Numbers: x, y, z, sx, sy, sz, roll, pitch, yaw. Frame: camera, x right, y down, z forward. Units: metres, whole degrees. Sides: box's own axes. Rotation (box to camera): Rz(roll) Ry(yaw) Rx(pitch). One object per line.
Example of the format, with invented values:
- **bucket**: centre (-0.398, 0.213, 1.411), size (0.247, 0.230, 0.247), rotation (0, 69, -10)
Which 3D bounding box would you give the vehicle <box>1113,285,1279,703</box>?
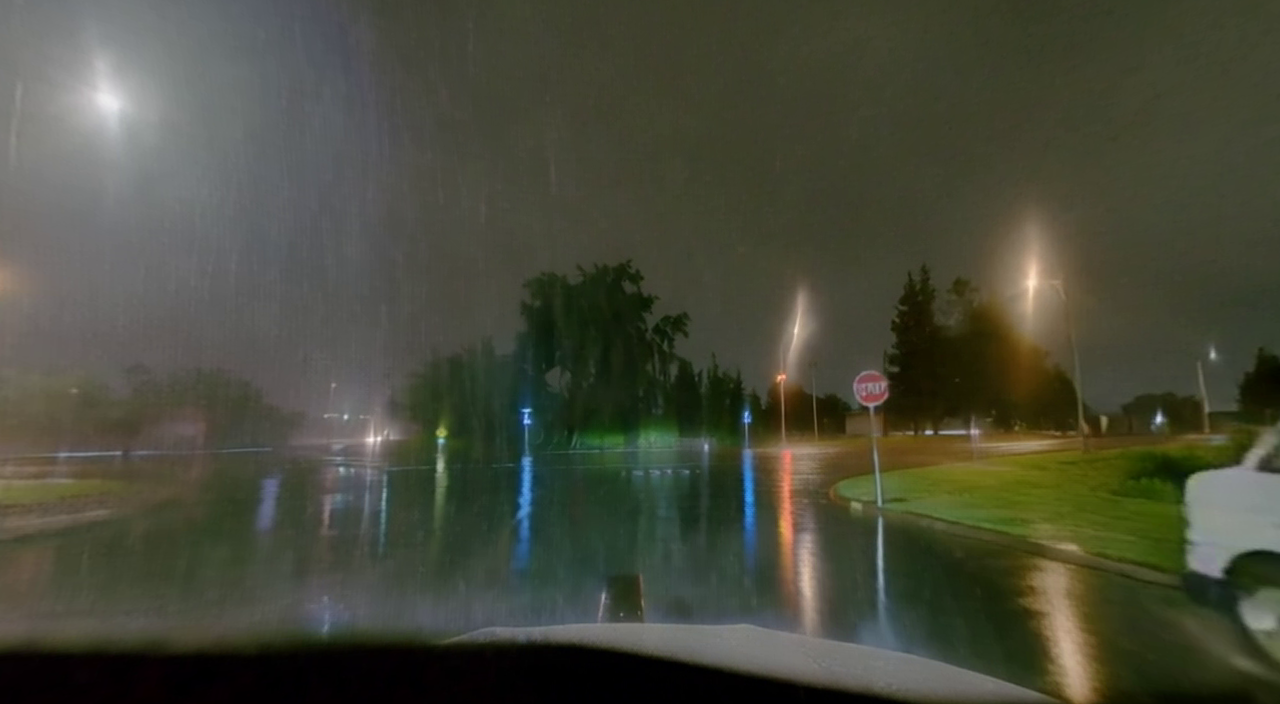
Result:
- **vehicle**: centre (4.905, 0.490, 1.413), size (2.659, 2.245, 5.991), rotation (1, -8, -5)
